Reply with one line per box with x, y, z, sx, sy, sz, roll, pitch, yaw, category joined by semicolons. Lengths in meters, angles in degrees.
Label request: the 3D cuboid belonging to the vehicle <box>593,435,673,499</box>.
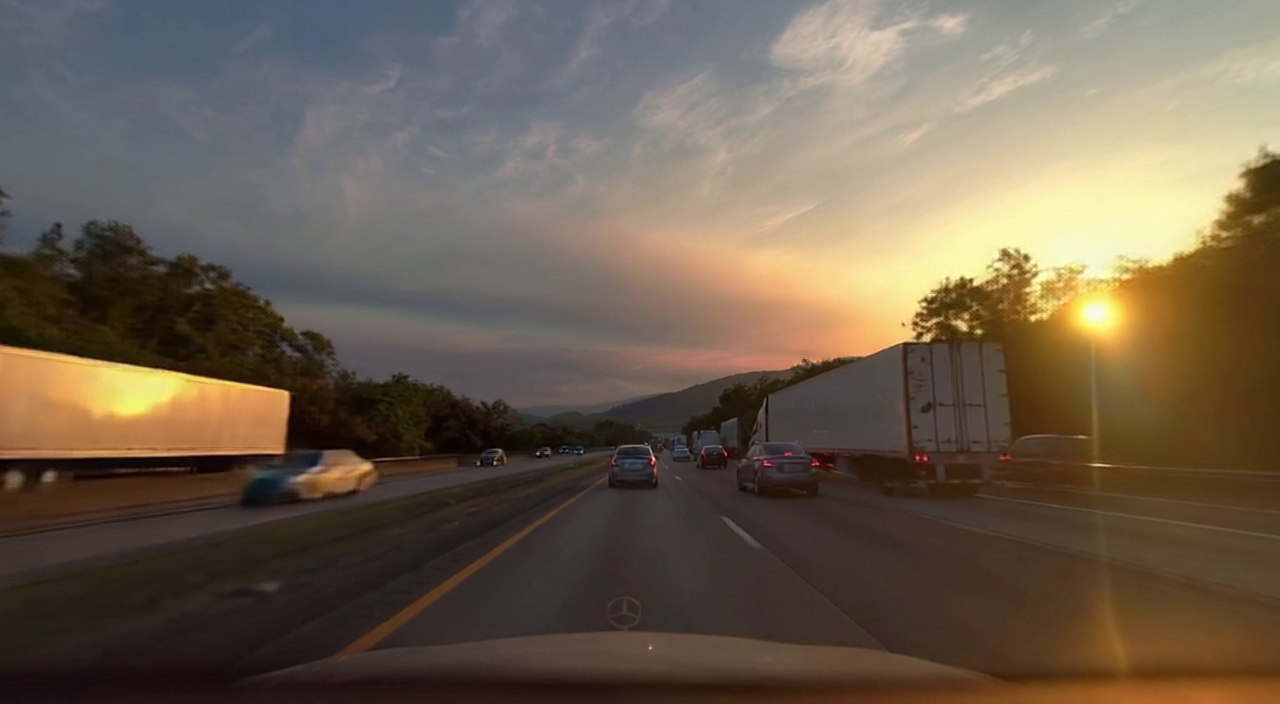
-0.156;3.198;17.834;2.023;1.618;3.628;0;-9;1;vehicle

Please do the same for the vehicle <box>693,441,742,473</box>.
4.161;5.749;34.598;2.150;1.632;4.260;0;-9;0;vehicle

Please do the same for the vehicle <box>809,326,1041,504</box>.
7.614;2.051;18.658;2.823;4.063;8.485;0;-9;0;vehicle

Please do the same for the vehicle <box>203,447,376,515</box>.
-8.475;3.120;15.732;2.043;1.455;3.840;0;-9;1;vehicle

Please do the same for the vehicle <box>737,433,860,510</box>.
3.643;2.816;15.256;1.920;1.594;3.867;0;-9;0;vehicle

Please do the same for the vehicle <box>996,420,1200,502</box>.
12.010;2.902;17.093;1.966;1.870;4.734;0;-9;1;vehicle

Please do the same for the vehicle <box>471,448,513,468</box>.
-11.570;8.276;49.507;2.189;1.486;4.091;-1;-9;2;vehicle

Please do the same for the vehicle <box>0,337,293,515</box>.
-16.017;2.379;18.704;3.084;3.991;14.527;0;-9;1;vehicle
